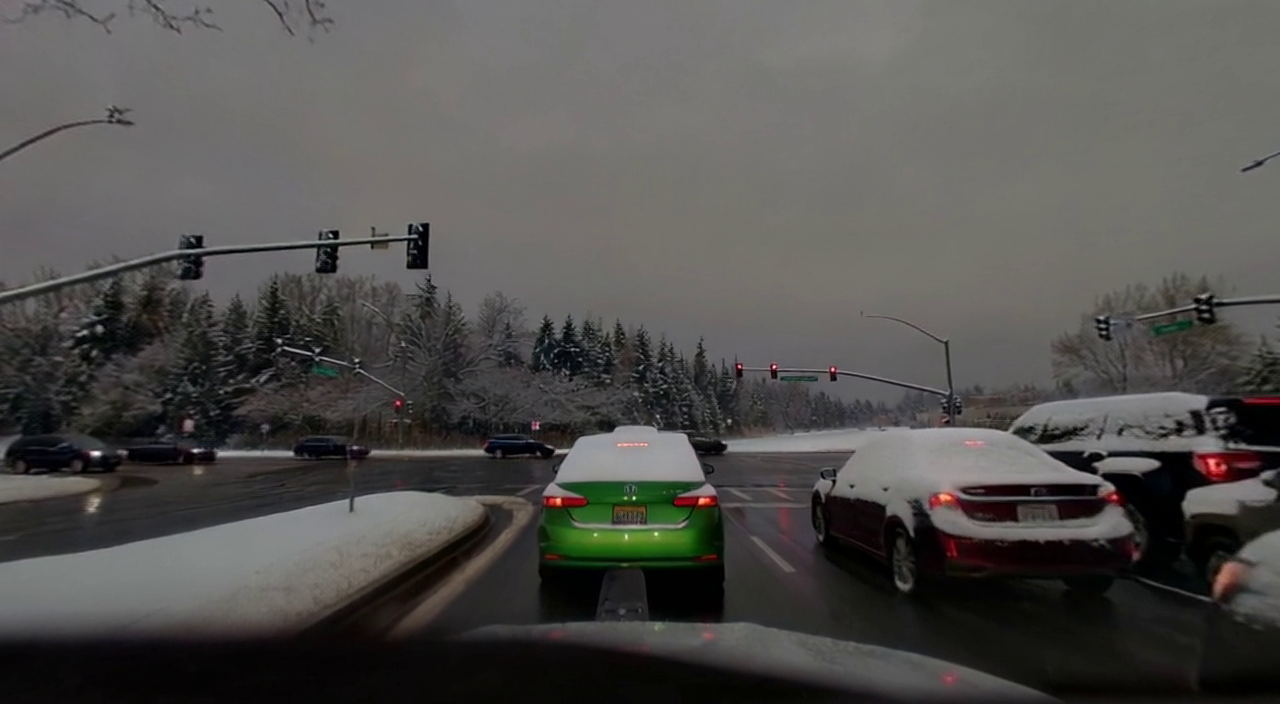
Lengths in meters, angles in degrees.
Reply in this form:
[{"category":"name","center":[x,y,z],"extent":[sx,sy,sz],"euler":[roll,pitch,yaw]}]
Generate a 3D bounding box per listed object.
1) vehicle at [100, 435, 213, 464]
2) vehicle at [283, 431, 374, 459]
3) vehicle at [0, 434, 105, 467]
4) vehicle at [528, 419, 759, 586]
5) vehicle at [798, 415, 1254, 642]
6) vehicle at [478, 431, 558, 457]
[{"category":"vehicle","center":[-26.928,5.440,35.292],"extent":[4.869,1.502,1.979],"euler":[-1,-9,6]},{"category":"vehicle","center":[-19.015,5.706,38.741],"extent":[4.526,1.649,1.920],"euler":[0,-9,-1]},{"category":"vehicle","center":[-30.497,5.050,32.409],"extent":[4.517,1.637,1.935],"euler":[-1,-9,7]},{"category":"vehicle","center":[0.034,1.639,7.715],"extent":[2.026,1.458,4.175],"euler":[0,-9,0]},{"category":"vehicle","center":[3.094,1.488,6.403],"extent":[1.861,1.479,4.371],"euler":[0,-8,0]},{"category":"vehicle","center":[-7.673,5.806,39.650],"extent":[4.670,1.542,1.861],"euler":[3,-9,-18]}]
